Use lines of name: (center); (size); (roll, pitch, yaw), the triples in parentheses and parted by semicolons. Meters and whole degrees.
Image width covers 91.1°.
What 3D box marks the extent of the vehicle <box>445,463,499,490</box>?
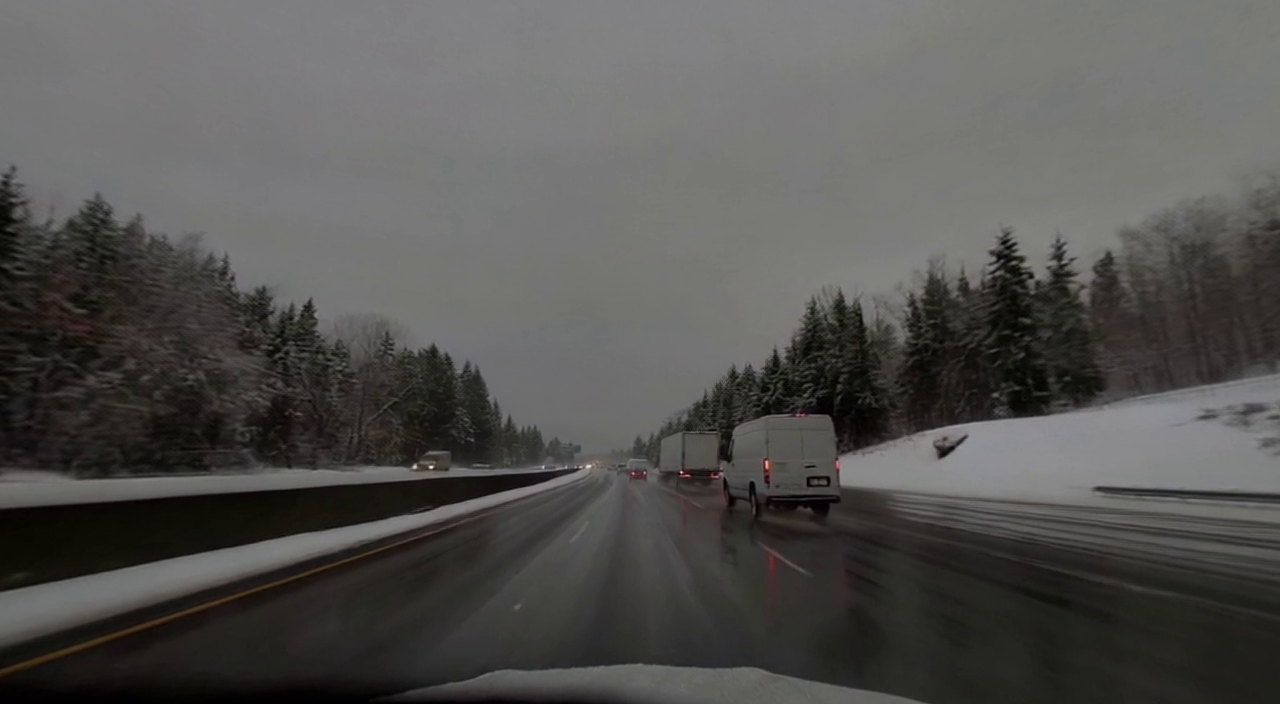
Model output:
vehicle: (-9.921, 7.365, 37.419); (1.913, 1.466, 4.660); (1, -10, 0)

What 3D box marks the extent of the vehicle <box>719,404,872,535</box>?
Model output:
vehicle: (3.504, 2.875, 15.533); (2.291, 2.639, 5.280); (1, -10, -1)

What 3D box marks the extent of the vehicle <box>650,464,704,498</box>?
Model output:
vehicle: (1.693, 6.130, 30.011); (2.081, 1.453, 4.300); (1, -10, -3)
